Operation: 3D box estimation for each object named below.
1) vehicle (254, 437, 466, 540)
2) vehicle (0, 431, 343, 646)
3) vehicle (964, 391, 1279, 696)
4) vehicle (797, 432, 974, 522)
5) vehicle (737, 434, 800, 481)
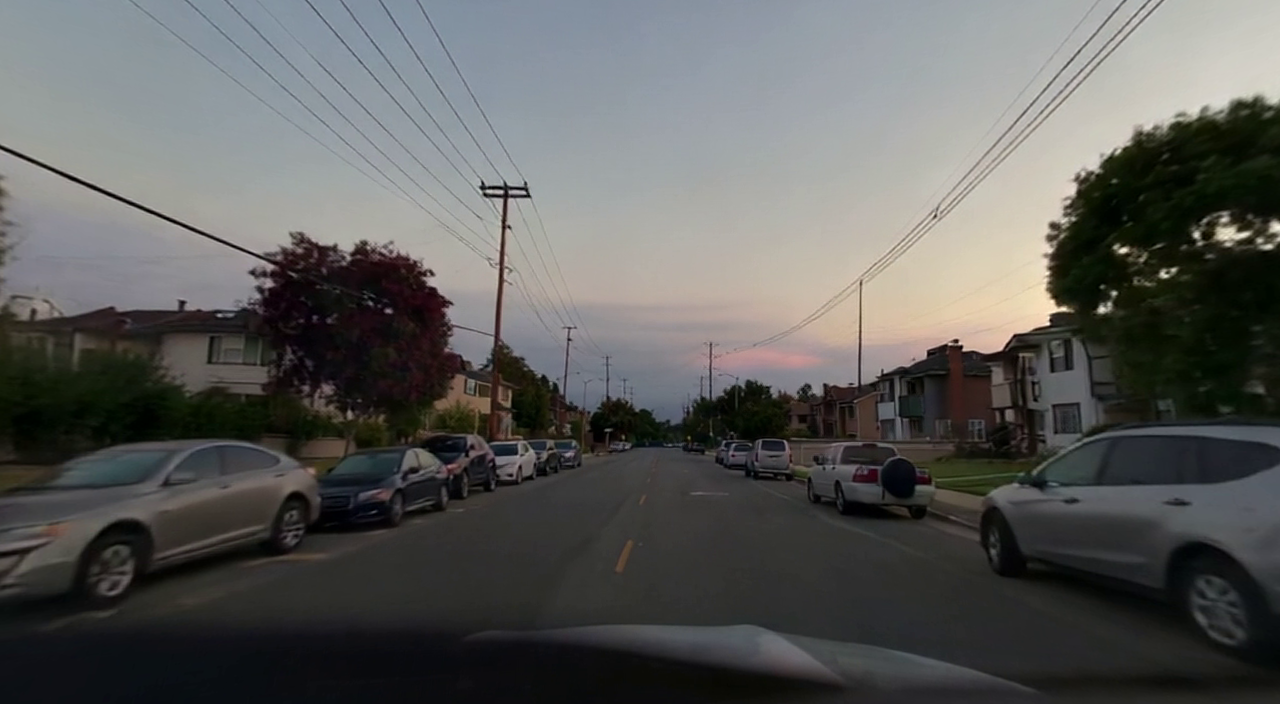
[{"bbox_3d":[-4.945,2.404,12.086,1.979,1.435,4.785,-3,-7,-1],"label":"vehicle"},{"bbox_3d":[-5.137,1.608,6.625,1.853,1.447,4.462,-3,-7,1],"label":"vehicle"},{"bbox_3d":[4.754,1.350,5.363,1.951,1.700,4.485,-1,-9,5],"label":"vehicle"},{"bbox_3d":[4.938,2.572,13.593,1.910,1.567,4.856,0,-9,1],"label":"vehicle"},{"bbox_3d":[5.201,4.302,26.056,1.936,1.756,4.127,-1,-9,3],"label":"vehicle"}]
